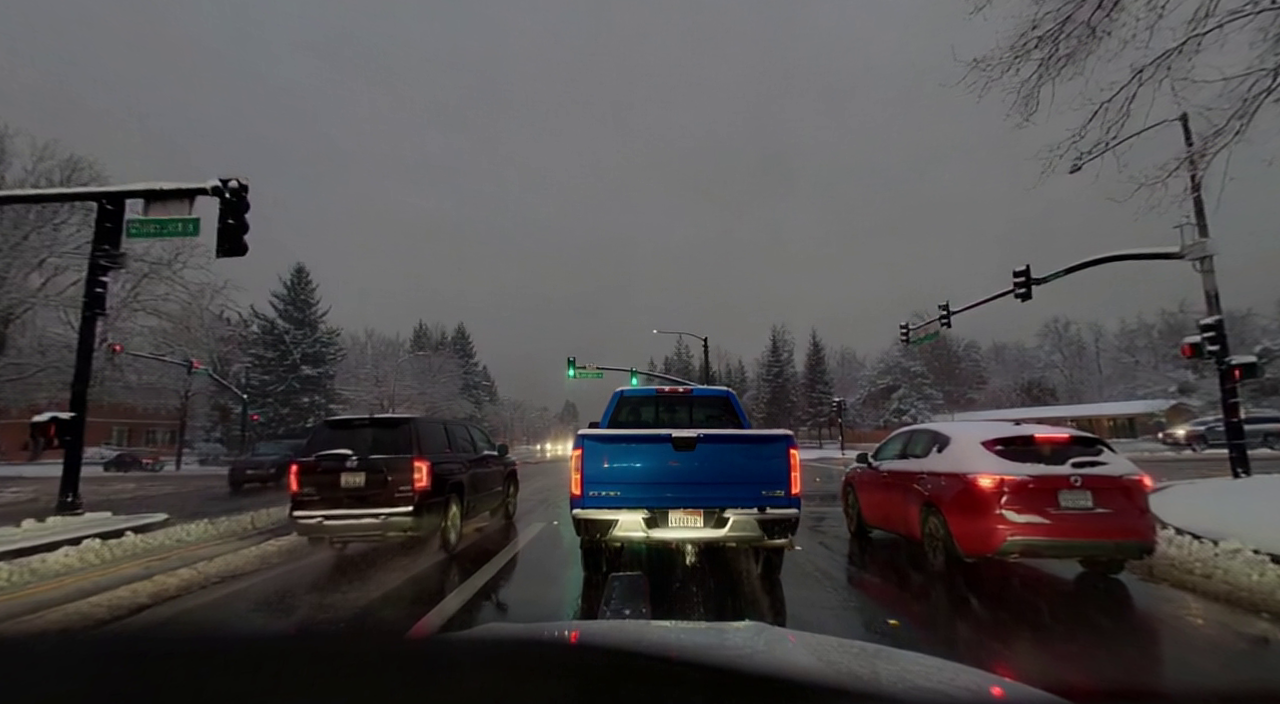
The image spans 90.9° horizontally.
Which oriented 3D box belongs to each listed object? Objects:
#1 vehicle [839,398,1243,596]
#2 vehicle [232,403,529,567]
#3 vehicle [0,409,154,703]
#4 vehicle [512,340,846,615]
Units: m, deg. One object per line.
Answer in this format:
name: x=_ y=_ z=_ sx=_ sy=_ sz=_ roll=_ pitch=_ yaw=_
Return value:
vehicle: x=4.049 y=1.532 z=7.480 sx=1.984 sy=1.659 sz=4.226 roll=0 pitch=-8 yaw=0
vehicle: x=-3.236 y=1.778 z=9.219 sx=2.125 sy=1.739 sz=4.707 roll=0 pitch=-8 yaw=3
vehicle: x=-3.394 y=0.712 z=0.673 sx=1.998 sy=1.481 sz=4.656 roll=0 pitch=-8 yaw=1
vehicle: x=0.333 y=1.286 z=7.243 sx=2.505 sy=2.084 sz=4.768 roll=0 pitch=-8 yaw=1
